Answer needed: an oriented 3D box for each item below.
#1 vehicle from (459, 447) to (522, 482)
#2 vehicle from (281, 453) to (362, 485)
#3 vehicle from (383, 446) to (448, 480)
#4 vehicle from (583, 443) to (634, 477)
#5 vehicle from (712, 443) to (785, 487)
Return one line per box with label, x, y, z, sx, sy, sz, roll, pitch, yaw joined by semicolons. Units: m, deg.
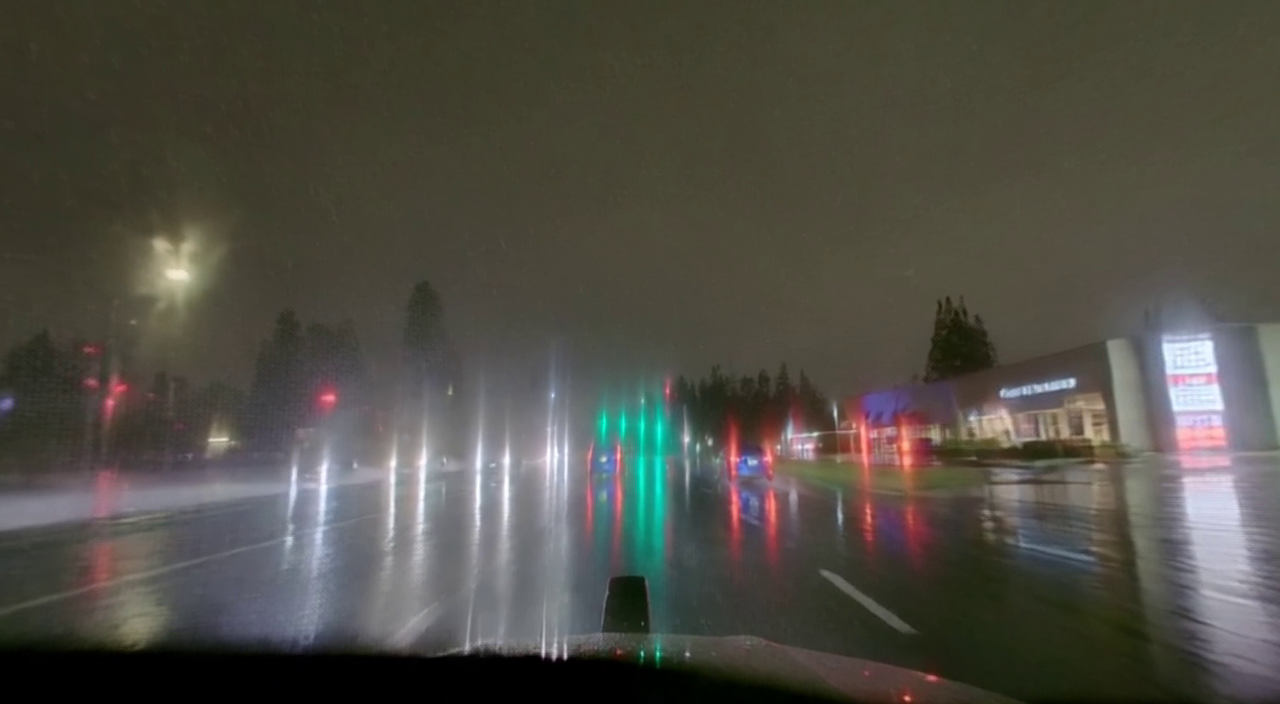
vehicle;-6.769;5.121;29.014;1.993;1.444;3.965;0;-9;-1
vehicle;-16.133;5.926;32.198;1.841;1.479;4.286;-1;-9;1
vehicle;-12.040;5.952;34.102;1.944;1.662;4.160;-1;-9;0
vehicle;-1.455;5.221;30.647;2.001;1.504;4.212;-1;-9;4
vehicle;4.019;4.258;24.111;1.977;1.474;4.399;0;-9;-1
